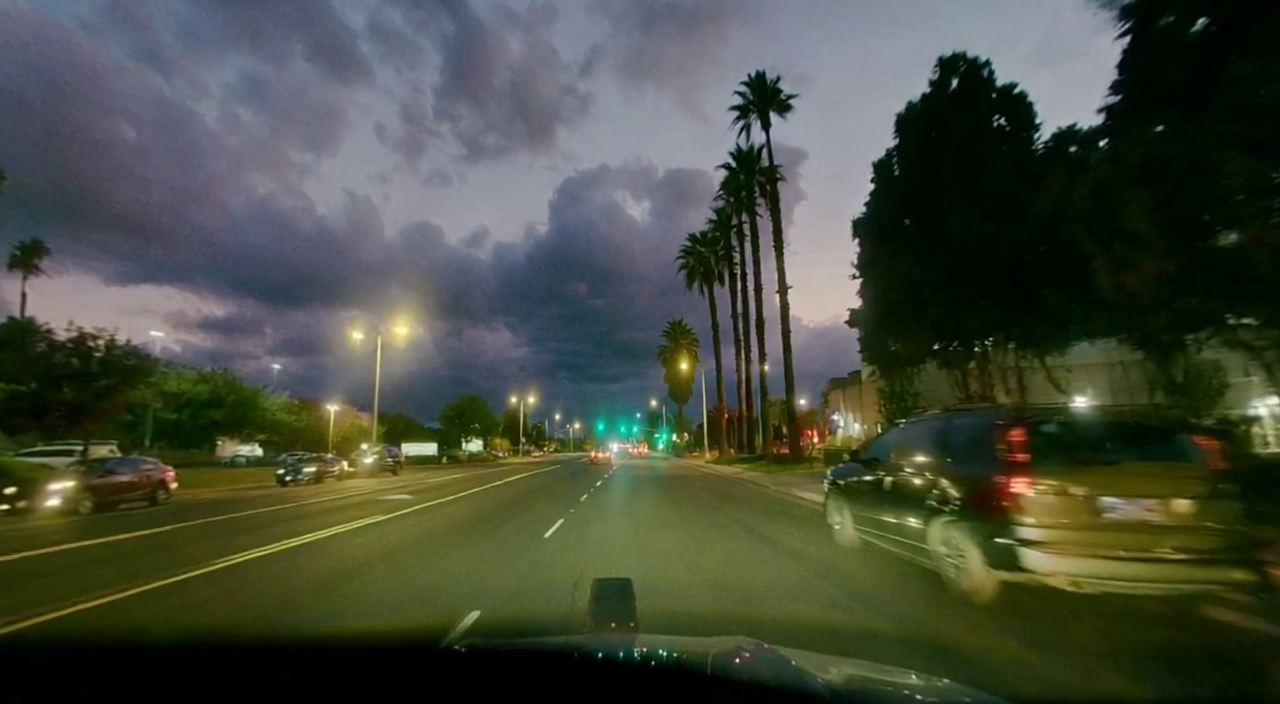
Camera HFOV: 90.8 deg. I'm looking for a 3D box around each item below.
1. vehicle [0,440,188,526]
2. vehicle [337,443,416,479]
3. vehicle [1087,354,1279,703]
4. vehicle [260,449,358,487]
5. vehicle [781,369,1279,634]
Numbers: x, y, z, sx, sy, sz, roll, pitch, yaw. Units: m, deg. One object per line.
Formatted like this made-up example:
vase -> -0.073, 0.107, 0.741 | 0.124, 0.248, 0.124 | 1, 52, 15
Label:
vehicle -> -13.851, 3.077, 15.472 | 2.118, 1.750, 4.655 | 0, -9, -1
vehicle -> -14.277, 5.917, 34.626 | 2.143, 1.808, 5.265 | 0, -9, -1
vehicle -> 3.714, 0.655, 1.161 | 2.019, 1.726, 5.012 | 0, -9, -1
vehicle -> -14.199, 4.978, 27.430 | 1.883, 1.496, 4.445 | 0, -9, -1
vehicle -> 3.508, 1.448, 7.174 | 2.435, 1.872, 5.153 | 0, -9, -2
